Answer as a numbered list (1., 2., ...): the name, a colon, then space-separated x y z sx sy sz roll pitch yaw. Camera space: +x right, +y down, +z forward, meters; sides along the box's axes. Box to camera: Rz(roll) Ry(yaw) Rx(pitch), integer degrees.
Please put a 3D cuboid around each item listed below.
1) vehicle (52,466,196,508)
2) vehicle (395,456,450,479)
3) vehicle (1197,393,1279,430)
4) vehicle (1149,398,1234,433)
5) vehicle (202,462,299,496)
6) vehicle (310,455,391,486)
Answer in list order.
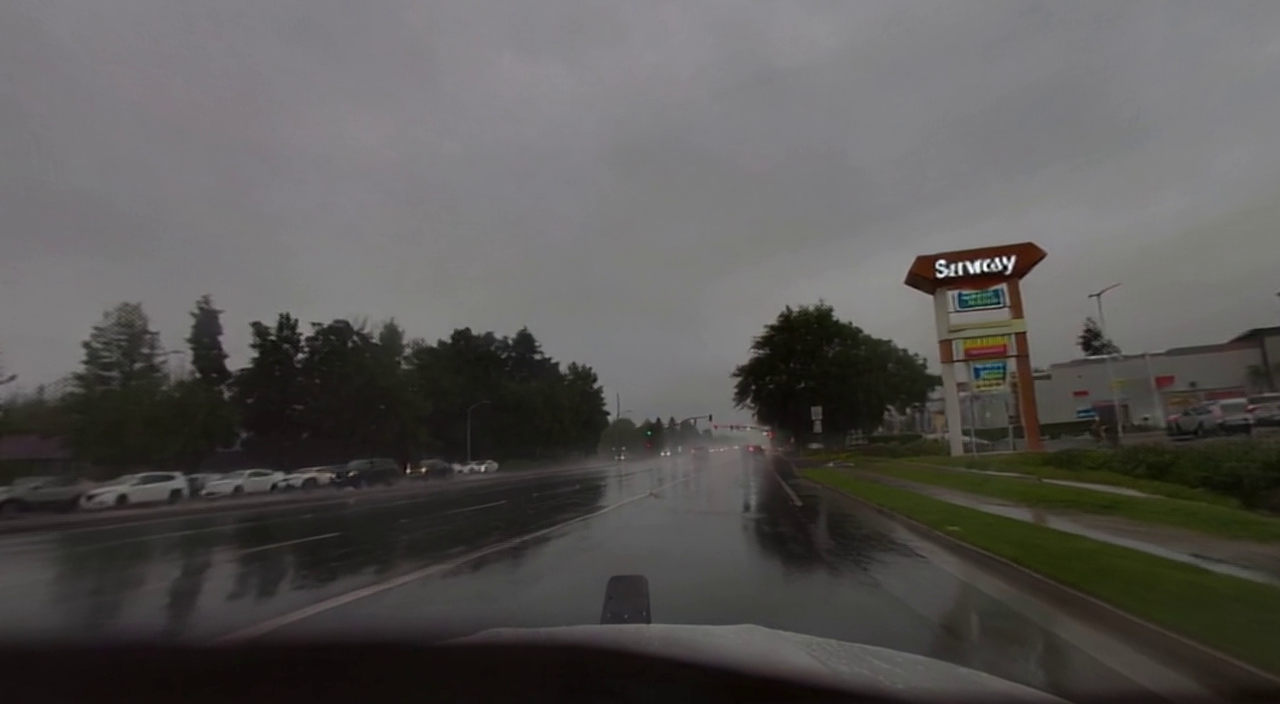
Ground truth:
1. vehicle: -21.541 5.597 26.557 1.832 1.473 4.377 -2 -9 13
2. vehicle: -16.726 8.911 48.700 1.918 1.503 4.632 -7 -11 11
3. vehicle: 28.950 2.845 30.125 3.327 1.369 1.514 -4 -10 -11
4. vehicle: 29.301 3.392 33.511 3.335 1.398 1.535 -4 -10 -14
5. vehicle: -20.273 6.623 33.045 1.851 1.450 4.396 -8 -11 10
6. vehicle: -18.517 7.623 40.598 1.967 1.683 5.223 -8 -12 12
